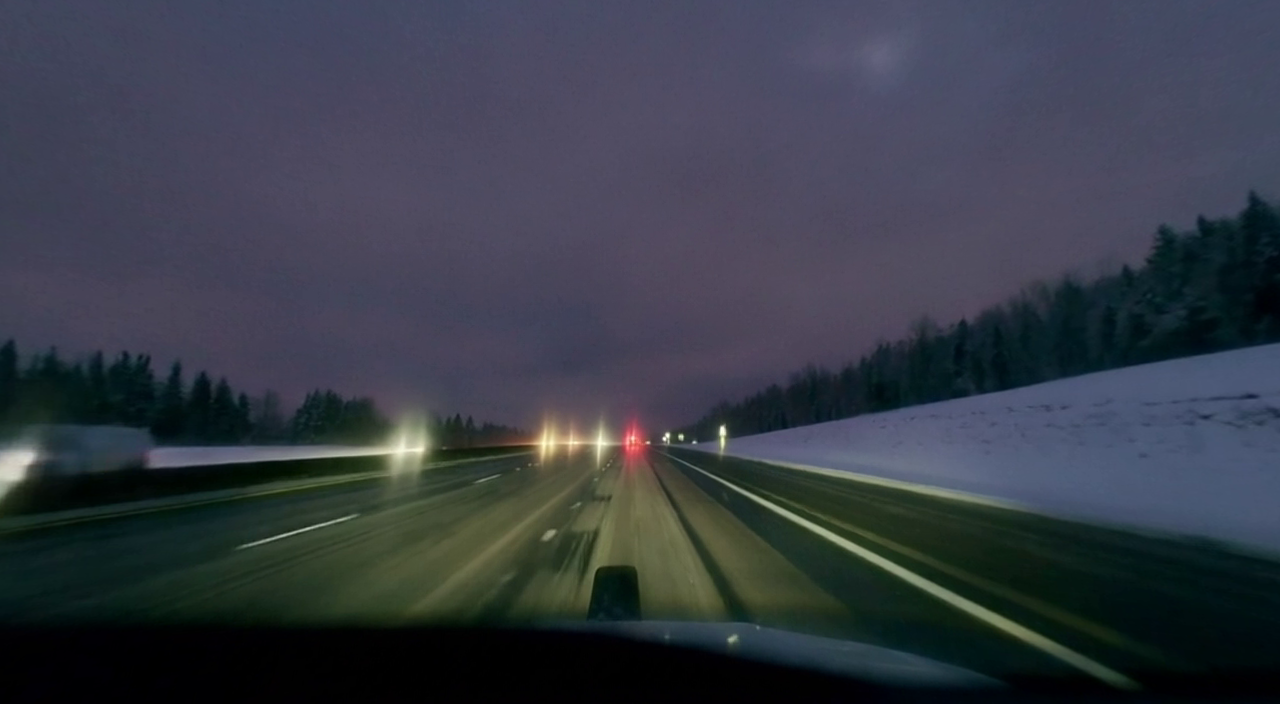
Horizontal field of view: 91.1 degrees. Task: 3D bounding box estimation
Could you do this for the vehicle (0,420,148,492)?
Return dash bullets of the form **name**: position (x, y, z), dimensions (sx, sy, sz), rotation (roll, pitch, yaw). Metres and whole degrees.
- **vehicle**: position (-23.007, 3.957, 24.427), dimensions (2.309, 2.415, 6.756), rotation (0, -8, -1)
